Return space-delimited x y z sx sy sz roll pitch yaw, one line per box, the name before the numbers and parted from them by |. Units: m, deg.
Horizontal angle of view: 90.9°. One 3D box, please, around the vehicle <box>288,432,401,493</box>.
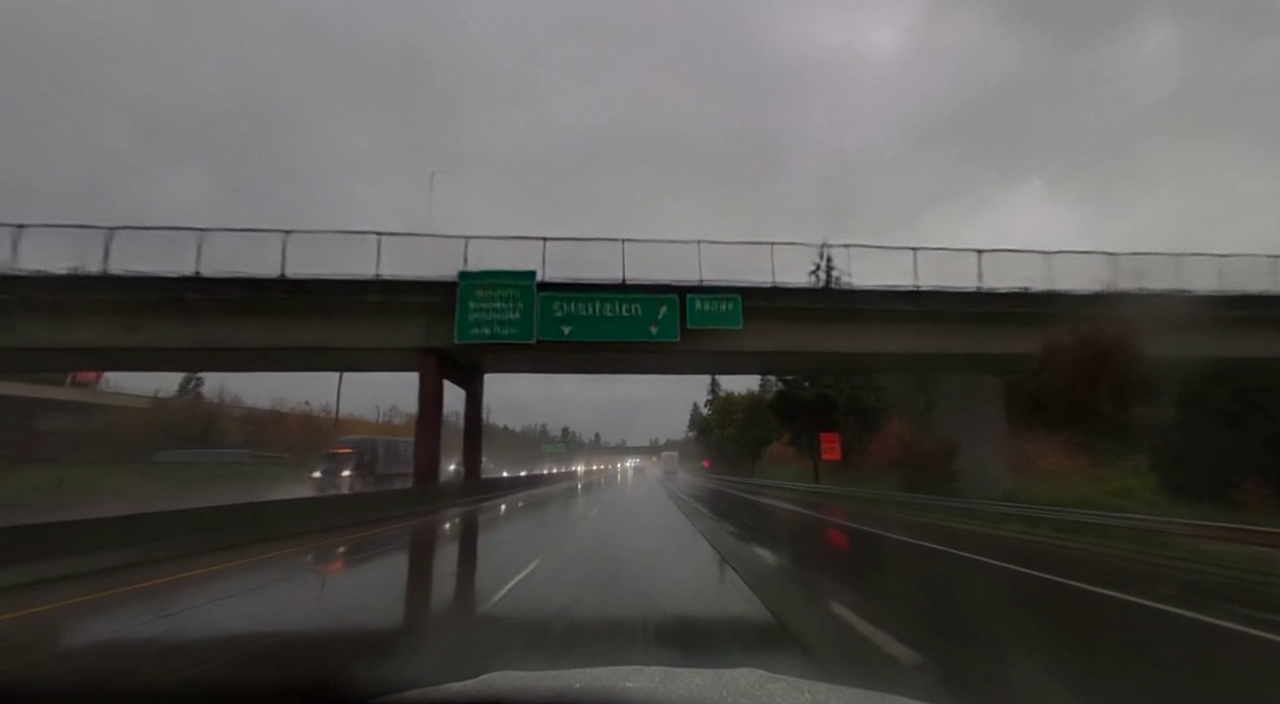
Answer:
vehicle | -19.680 7.532 42.839 2.909 3.656 9.268 1 -10 1
